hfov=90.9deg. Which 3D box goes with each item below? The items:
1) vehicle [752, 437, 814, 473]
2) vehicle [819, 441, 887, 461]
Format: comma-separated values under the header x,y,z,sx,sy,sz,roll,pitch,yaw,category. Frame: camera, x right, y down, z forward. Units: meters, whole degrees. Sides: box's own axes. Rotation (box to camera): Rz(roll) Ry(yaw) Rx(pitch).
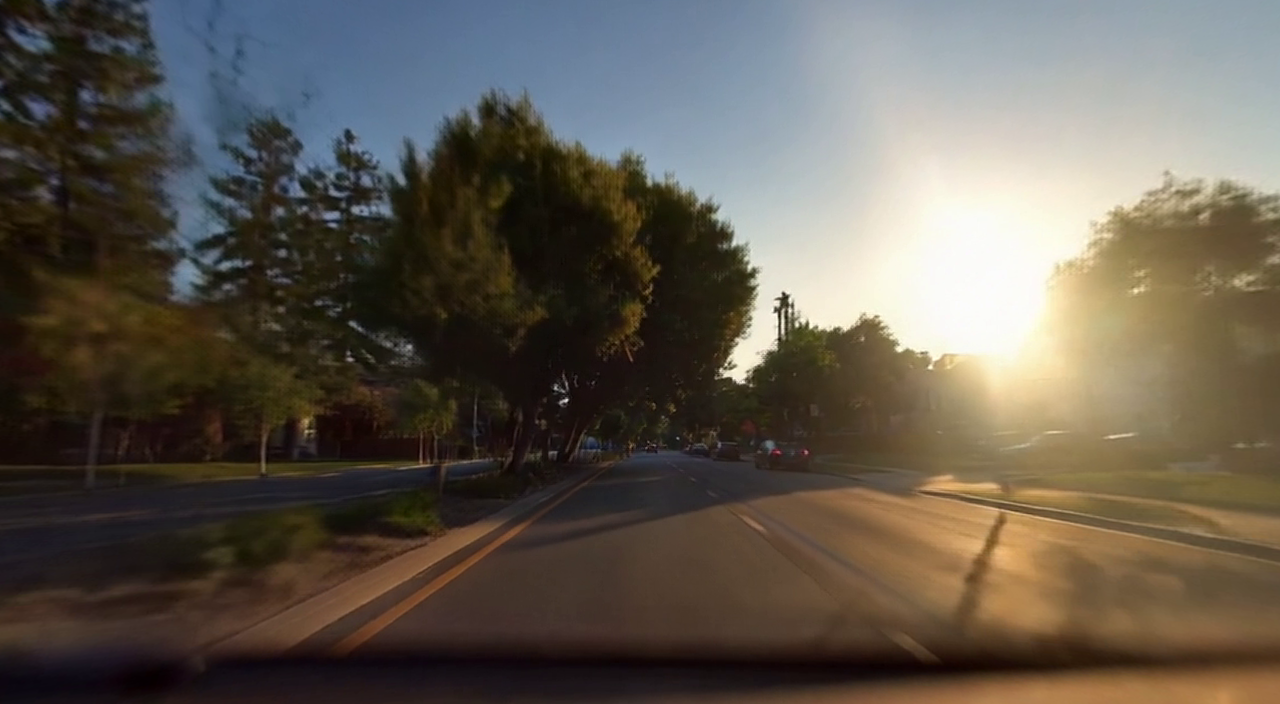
x,y,z,sx,sy,sz,roll,pitch,yaw,category
7.142,5.182,31.895,2.126,1.639,4.539,0,-8,1,vehicle
16.554,7.706,49.035,4.595,1.490,1.860,0,-8,0,vehicle
